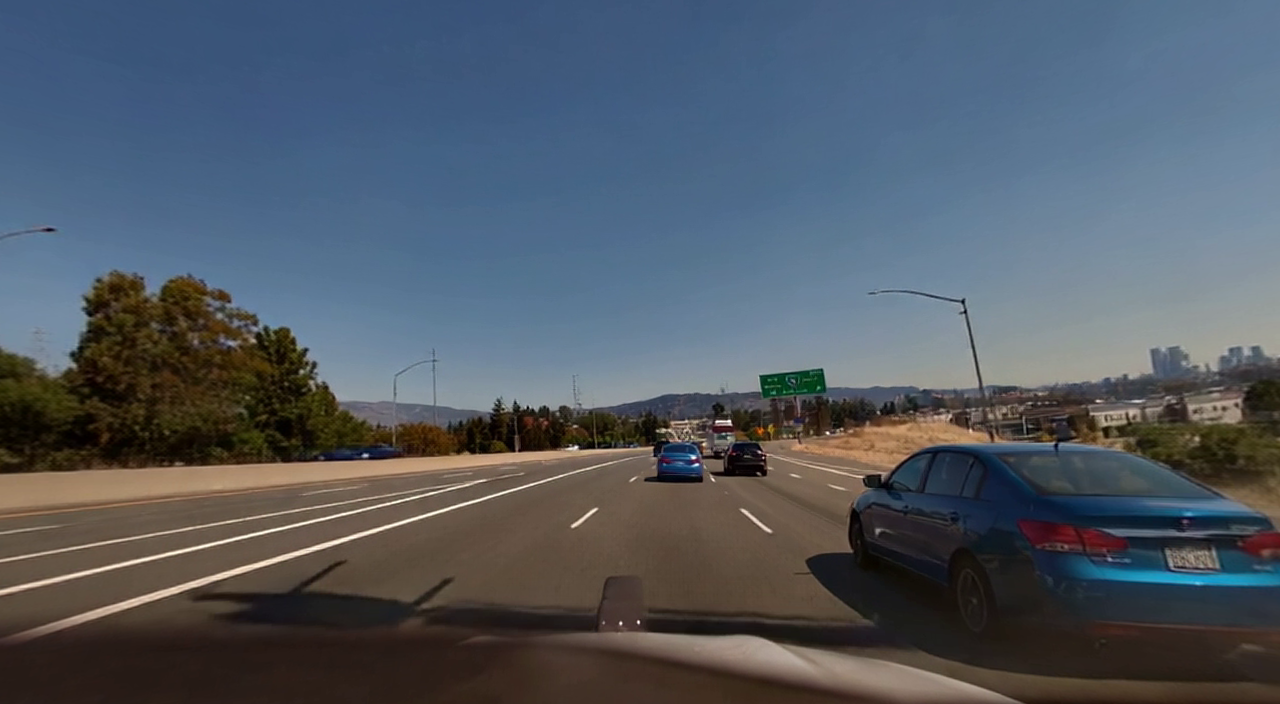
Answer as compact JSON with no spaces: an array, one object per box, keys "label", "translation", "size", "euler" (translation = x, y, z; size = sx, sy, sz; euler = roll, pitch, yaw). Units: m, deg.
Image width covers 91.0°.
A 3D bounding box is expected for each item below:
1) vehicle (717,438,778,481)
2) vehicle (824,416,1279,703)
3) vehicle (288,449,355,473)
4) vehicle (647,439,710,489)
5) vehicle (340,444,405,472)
[{"label":"vehicle","translation":[4.550,4.614,27.253],"size":[2.076,1.684,4.241],"euler":[0,-9,3]},{"label":"vehicle","translation":[3.165,1.397,5.222],"size":[2.009,1.489,4.559],"euler":[0,-9,2]},{"label":"vehicle","translation":[-20.972,7.201,41.669],"size":[1.859,1.484,4.345],"euler":[-1,-9,6]},{"label":"vehicle","translation":[1.374,4.006,22.801],"size":[2.074,1.614,3.803],"euler":[0,-9,3]},{"label":"vehicle","translation":[-17.419,6.926,41.237],"size":[1.956,1.688,4.466],"euler":[-1,-9,6]}]
